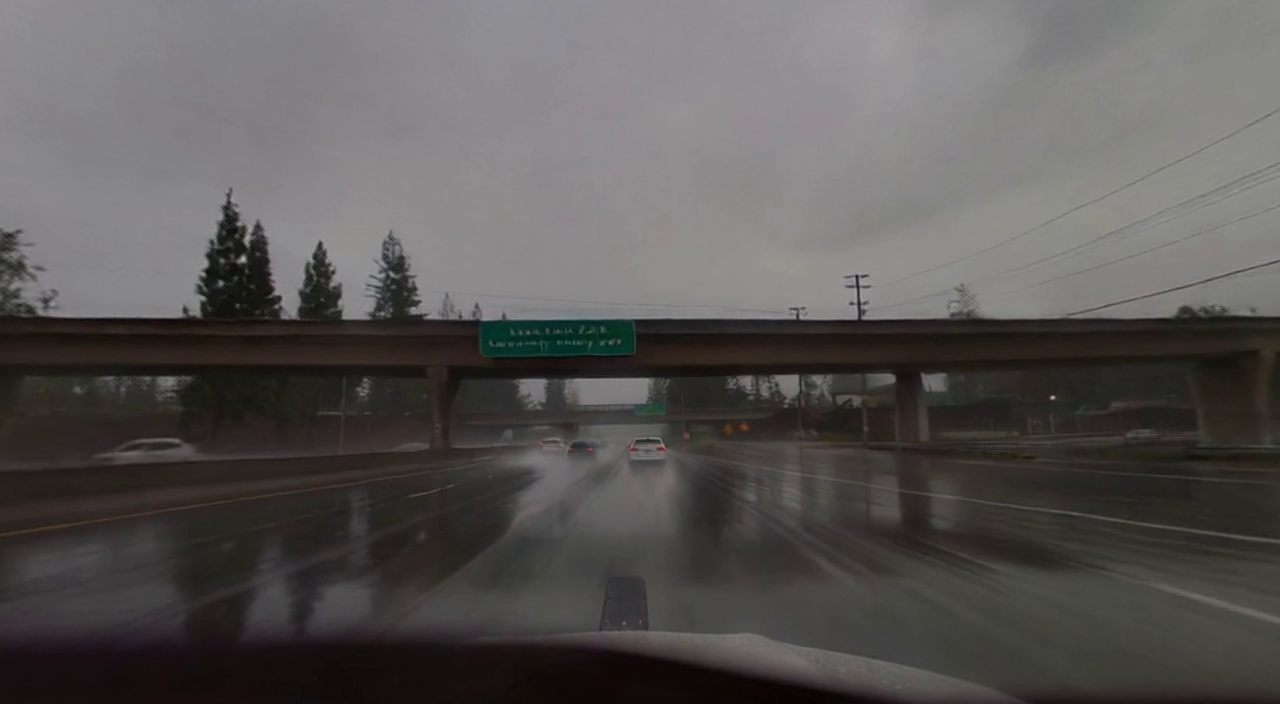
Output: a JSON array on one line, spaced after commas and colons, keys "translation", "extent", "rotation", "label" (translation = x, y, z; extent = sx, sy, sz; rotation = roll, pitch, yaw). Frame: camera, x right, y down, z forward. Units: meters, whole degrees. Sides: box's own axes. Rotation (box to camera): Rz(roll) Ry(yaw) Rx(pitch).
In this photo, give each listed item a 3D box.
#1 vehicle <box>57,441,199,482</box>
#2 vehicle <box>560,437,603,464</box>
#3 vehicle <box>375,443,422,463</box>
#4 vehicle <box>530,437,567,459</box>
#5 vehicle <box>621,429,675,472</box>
[{"translation": [-21.309, 4.536, 26.572], "extent": [1.912, 1.545, 4.794], "rotation": [0, -8, 1], "label": "vehicle"}, {"translation": [-3.363, 5.773, 37.125], "extent": [2.056, 1.464, 4.564], "rotation": [0, -8, 1], "label": "vehicle"}, {"translation": [-17.728, 7.416, 46.500], "extent": [1.760, 1.433, 4.294], "rotation": [0, -8, 1], "label": "vehicle"}, {"translation": [-7.206, 7.578, 49.990], "extent": [2.139, 1.653, 4.614], "rotation": [0, -8, 2], "label": "vehicle"}, {"translation": [0.290, 4.222, 27.125], "extent": [2.152, 1.697, 4.066], "rotation": [0, -8, 0], "label": "vehicle"}]
